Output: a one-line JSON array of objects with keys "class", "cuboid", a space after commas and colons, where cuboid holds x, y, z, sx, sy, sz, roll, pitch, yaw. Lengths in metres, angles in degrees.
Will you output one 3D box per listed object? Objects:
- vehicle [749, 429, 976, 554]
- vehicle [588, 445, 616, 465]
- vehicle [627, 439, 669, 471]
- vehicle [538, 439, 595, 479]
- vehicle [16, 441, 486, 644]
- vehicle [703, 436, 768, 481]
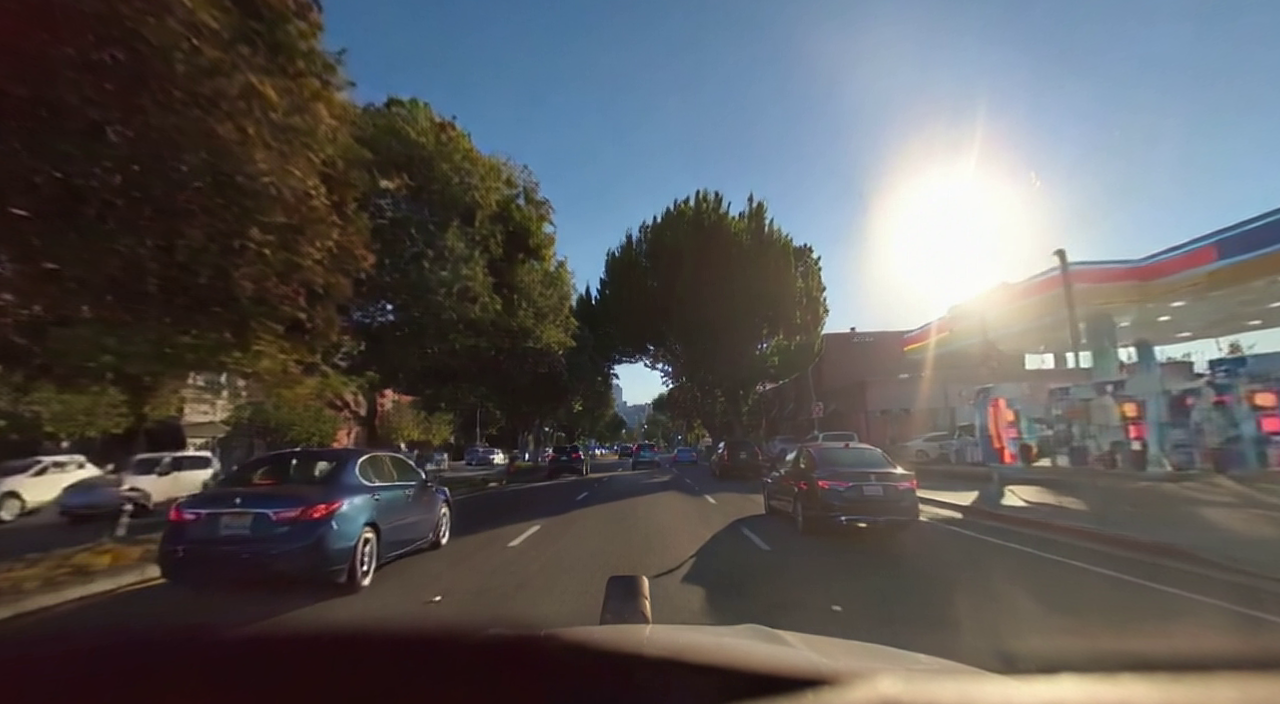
[{"class": "vehicle", "cuboid": [3.115, 2.041, 10.019, 1.919, 1.502, 4.572, 0, -8, 0]}, {"class": "vehicle", "cuboid": [-2.959, 8.042, 49.498, 1.901, 1.483, 4.372, 0, -8, 0]}, {"class": "vehicle", "cuboid": [0.437, 5.713, 35.122, 2.192, 1.674, 4.124, 0, -8, 0]}, {"class": "vehicle", "cuboid": [-3.198, 4.745, 28.226, 1.988, 1.645, 3.995, 0, -8, 1]}, {"class": "vehicle", "cuboid": [-3.191, 1.622, 6.530, 2.013, 1.354, 4.393, 0, -8, 1]}, {"class": "vehicle", "cuboid": [3.914, 4.464, 26.733, 1.980, 1.709, 4.813, 0, -8, 0]}]
